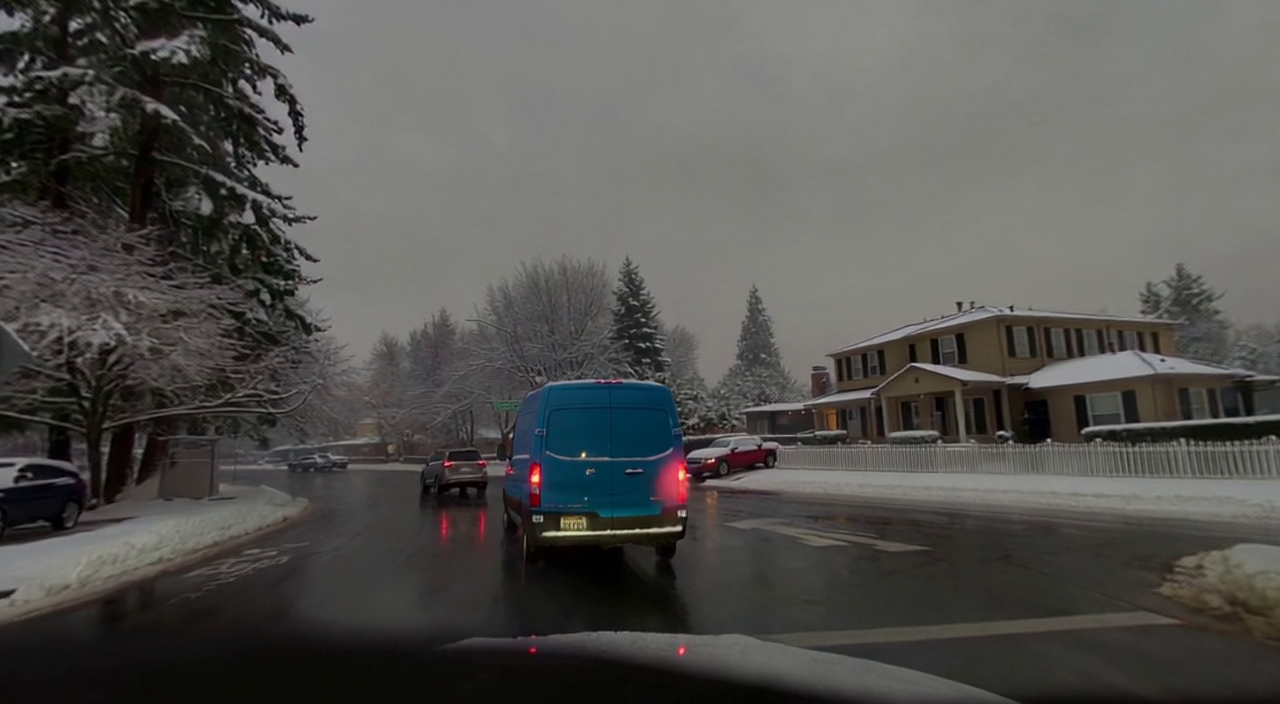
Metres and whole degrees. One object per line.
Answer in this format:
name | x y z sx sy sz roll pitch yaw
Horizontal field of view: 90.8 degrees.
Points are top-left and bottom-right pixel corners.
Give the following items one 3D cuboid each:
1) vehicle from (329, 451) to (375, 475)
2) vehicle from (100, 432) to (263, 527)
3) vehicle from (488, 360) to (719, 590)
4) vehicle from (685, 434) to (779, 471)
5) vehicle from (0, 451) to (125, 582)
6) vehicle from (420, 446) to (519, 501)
vehicle | -19.084 7.276 41.713 1.911 1.493 4.291 6 -10 -35
vehicle | -10.953 2.987 15.623 2.228 1.871 5.492 4 -10 -26
vehicle | -0.866 1.518 8.517 2.213 2.124 4.809 2 -9 -14
vehicle | 4.709 5.099 32.132 4.559 1.754 1.985 6 -10 -35
vehicle | -8.200 1.851 7.001 1.952 1.461 4.377 2 -9 -12
vehicle | -5.279 3.579 19.159 2.008 1.445 4.386 4 -10 -27
